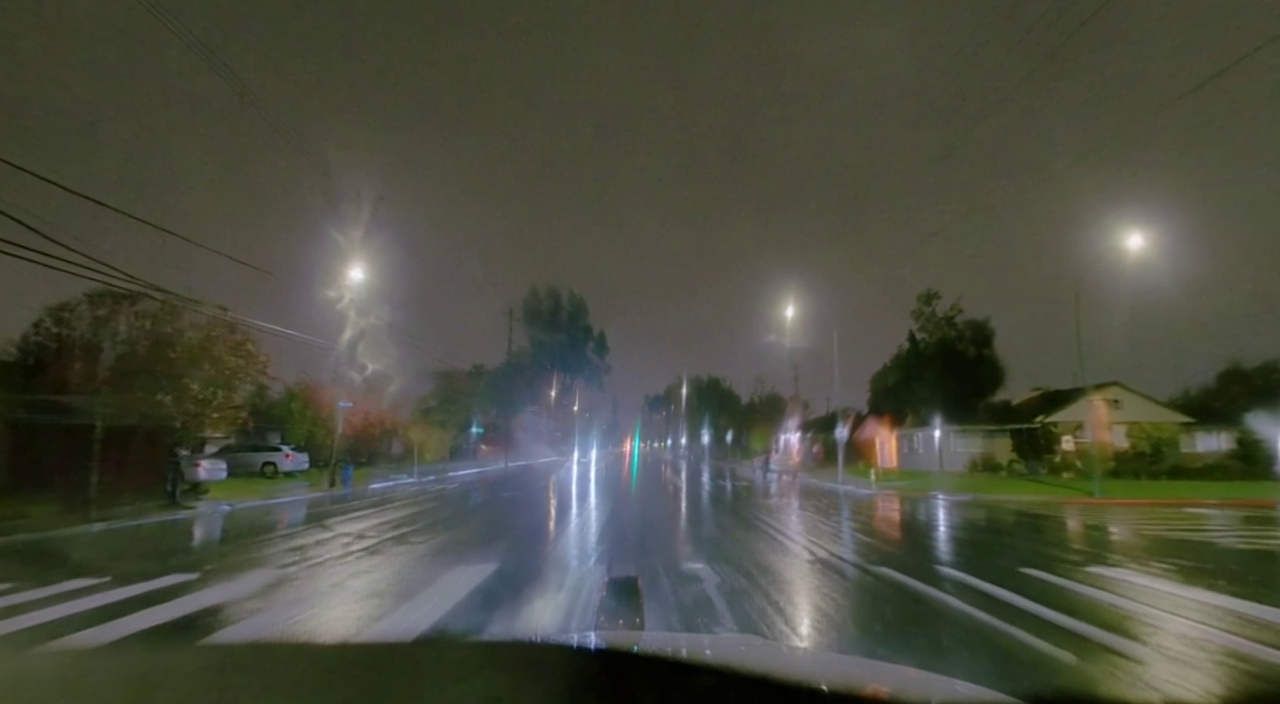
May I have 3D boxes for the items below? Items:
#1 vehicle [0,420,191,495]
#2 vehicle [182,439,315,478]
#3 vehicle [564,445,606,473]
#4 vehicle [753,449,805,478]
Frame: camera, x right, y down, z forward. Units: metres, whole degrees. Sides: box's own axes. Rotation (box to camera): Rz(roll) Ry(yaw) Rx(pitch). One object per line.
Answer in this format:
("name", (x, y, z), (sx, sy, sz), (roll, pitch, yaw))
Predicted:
("vehicle", (-17.916, 3.407, 20.509), (4.800, 2.259, 2.303), (0, -9, 0))
("vehicle", (-17.940, 4.902, 29.141), (4.743, 1.734, 1.994), (0, -9, -1))
("vehicle", (-3.080, 6.063, 36.003), (2.014, 1.499, 3.999), (0, -9, 0))
("vehicle", (8.004, 6.449, 36.862), (2.029, 1.554, 4.705), (0, -9, 1))
